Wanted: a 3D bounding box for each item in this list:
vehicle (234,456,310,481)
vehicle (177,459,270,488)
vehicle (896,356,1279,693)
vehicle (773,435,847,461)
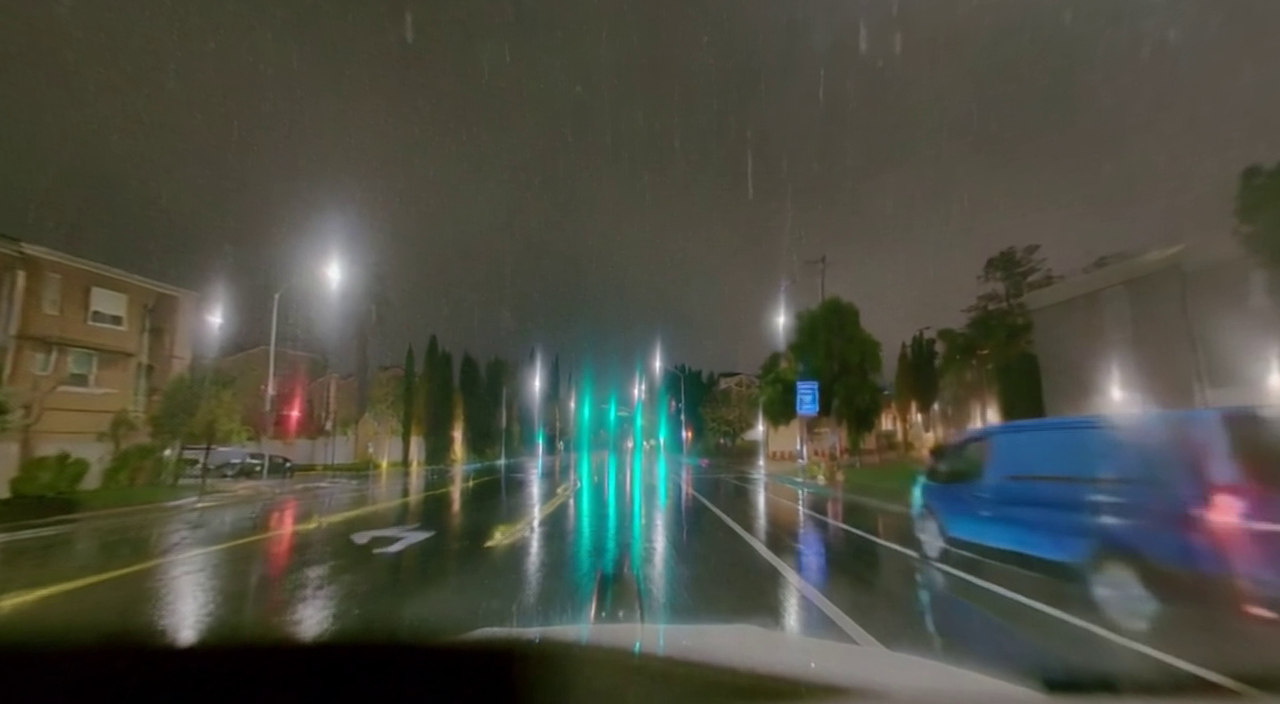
[{"bbox_3d":[-25.874,8.159,44.479,4.185,1.550,1.937,-1,-6,3],"label":"vehicle"},{"bbox_3d":[-22.572,6.578,34.307,3.687,1.465,1.855,0,-8,-1],"label":"vehicle"},{"bbox_3d":[4.477,1.292,5.898,2.052,1.859,4.778,0,-8,-2],"label":"vehicle"},{"bbox_3d":[11.567,6.569,43.216,4.406,1.738,2.020,0,-8,0],"label":"vehicle"}]
